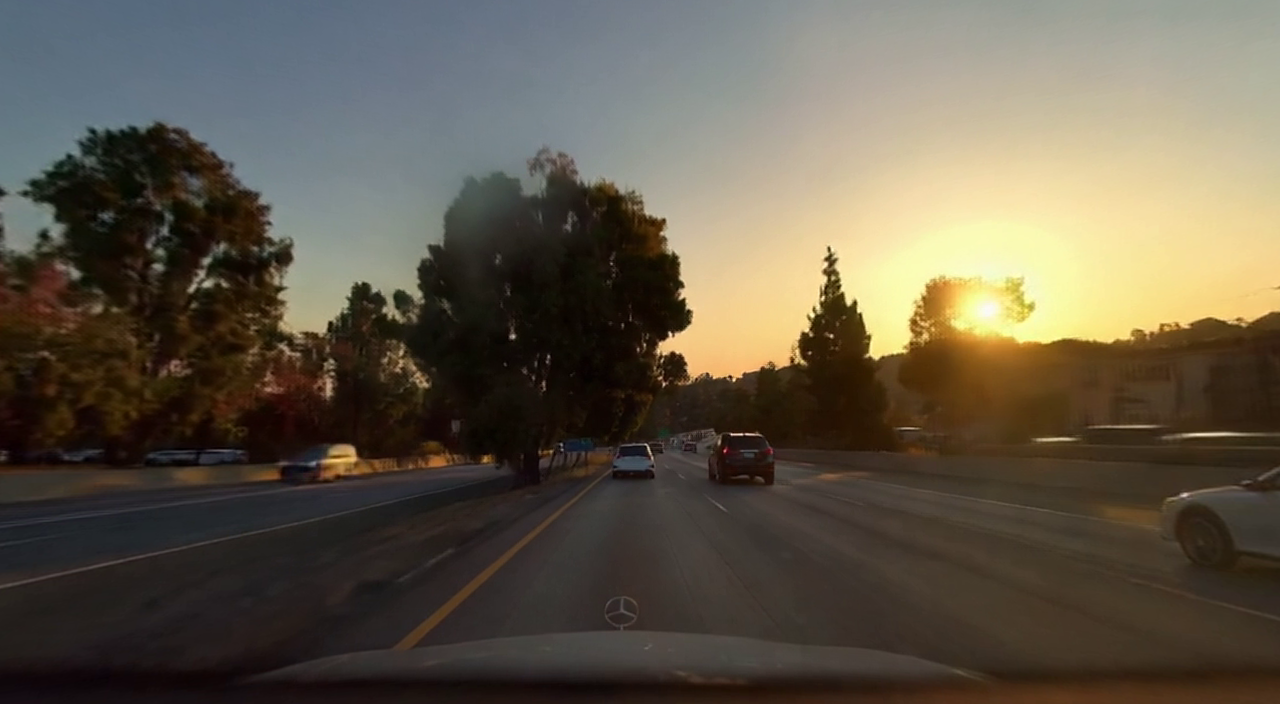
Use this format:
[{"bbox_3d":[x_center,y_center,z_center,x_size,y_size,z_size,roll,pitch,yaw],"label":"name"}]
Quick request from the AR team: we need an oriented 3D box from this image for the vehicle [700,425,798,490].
[{"bbox_3d":[3.333,3.351,20.339,2.186,1.842,4.553,0,-8,-2],"label":"vehicle"}]

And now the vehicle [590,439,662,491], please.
[{"bbox_3d":[-0.396,3.453,19.707,2.040,1.451,3.736,0,-8,0],"label":"vehicle"}]

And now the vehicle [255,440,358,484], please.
[{"bbox_3d":[-14.194,4.673,27.230,1.971,1.718,4.408,0,-8,1],"label":"vehicle"}]

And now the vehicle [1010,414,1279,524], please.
[{"bbox_3d":[11.355,2.491,14.103,2.533,1.900,6.143,0,-8,1],"label":"vehicle"}]
